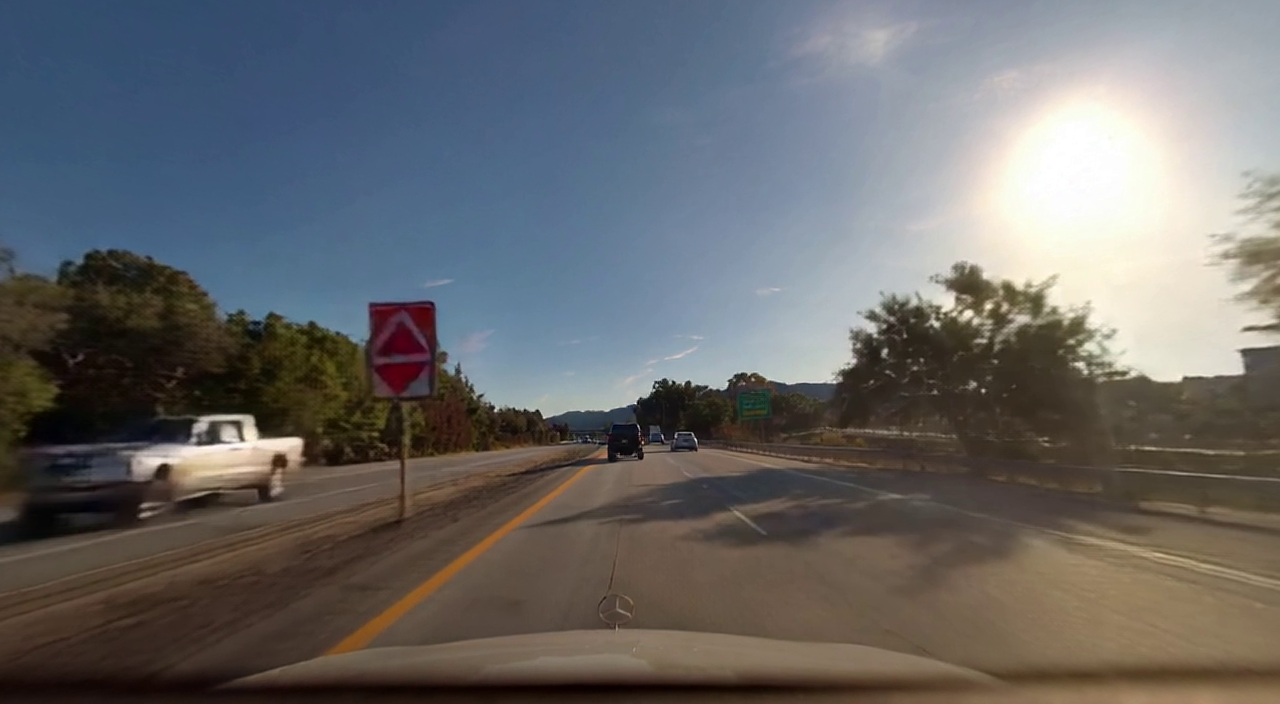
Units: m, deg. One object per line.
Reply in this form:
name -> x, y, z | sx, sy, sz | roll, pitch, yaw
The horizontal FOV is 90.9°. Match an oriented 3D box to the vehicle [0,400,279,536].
vehicle -> -9.118, 1.974, 11.465 | 2.120, 1.905, 5.052 | 0, -8, -1

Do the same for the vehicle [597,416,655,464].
vehicle -> -0.659, 4.124, 29.504 | 2.503, 2.044, 4.633 | 0, -8, -1
